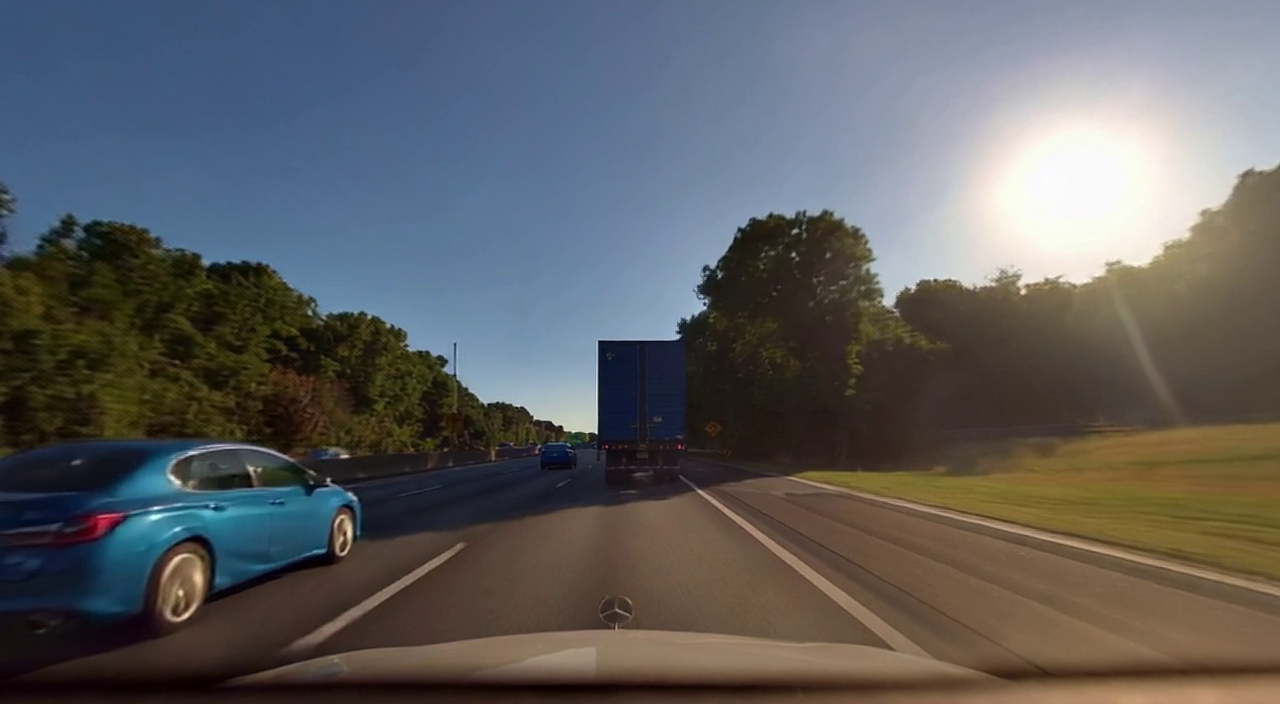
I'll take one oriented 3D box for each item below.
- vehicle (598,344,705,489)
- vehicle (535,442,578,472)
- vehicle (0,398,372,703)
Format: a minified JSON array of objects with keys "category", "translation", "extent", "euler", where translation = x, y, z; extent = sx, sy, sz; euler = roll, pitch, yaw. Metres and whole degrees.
[{"category":"vehicle","translation":[0.246,2.610,23.613],"extent":[3.073,4.196,10.546],"euler":[0,-8,-1]},{"category":"vehicle","translation":[-4.591,5.814,35.243],"extent":[1.854,1.530,4.268],"euler":[0,-8,0]},{"category":"vehicle","translation":[-4.227,1.293,4.955],"extent":[2.116,1.571,4.849],"euler":[0,-8,0]}]
